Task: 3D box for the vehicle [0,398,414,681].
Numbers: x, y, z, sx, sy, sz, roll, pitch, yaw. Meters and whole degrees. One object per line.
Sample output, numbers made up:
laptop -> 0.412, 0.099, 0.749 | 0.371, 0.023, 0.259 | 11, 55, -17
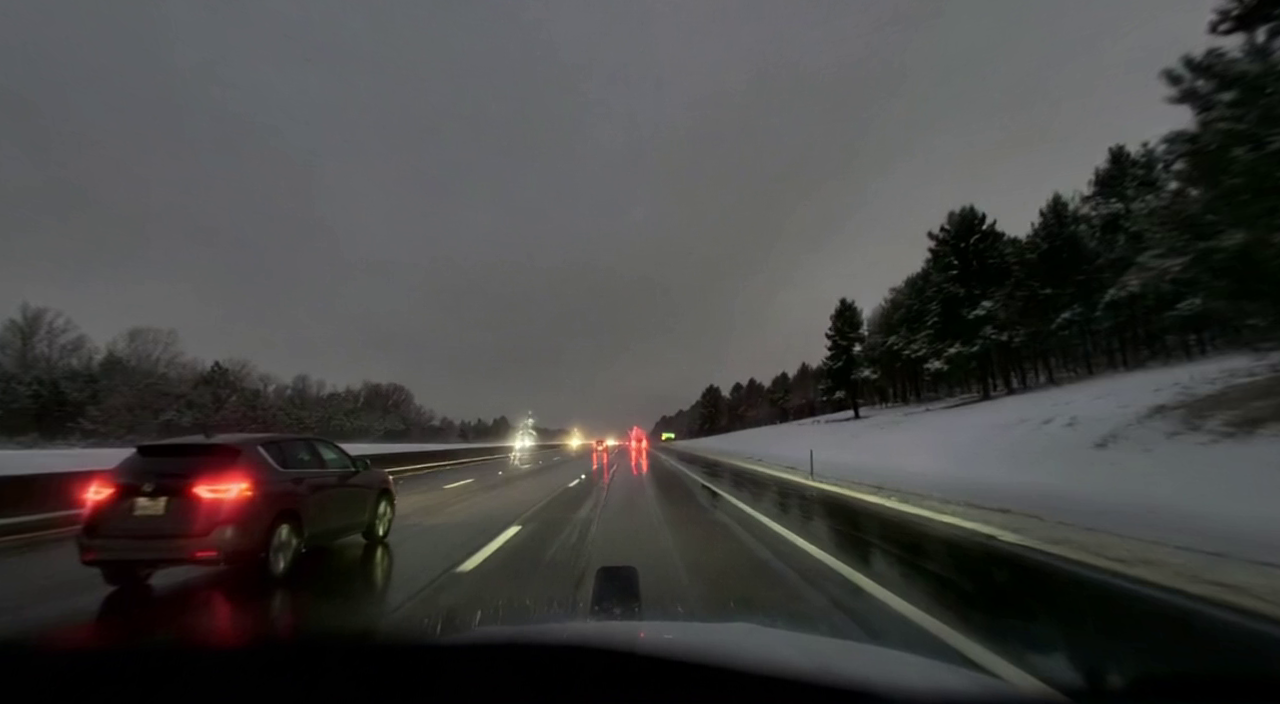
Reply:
vehicle -> -3.889, 1.353, 5.786 | 2.039, 1.589, 4.324 | 0, -8, 0
